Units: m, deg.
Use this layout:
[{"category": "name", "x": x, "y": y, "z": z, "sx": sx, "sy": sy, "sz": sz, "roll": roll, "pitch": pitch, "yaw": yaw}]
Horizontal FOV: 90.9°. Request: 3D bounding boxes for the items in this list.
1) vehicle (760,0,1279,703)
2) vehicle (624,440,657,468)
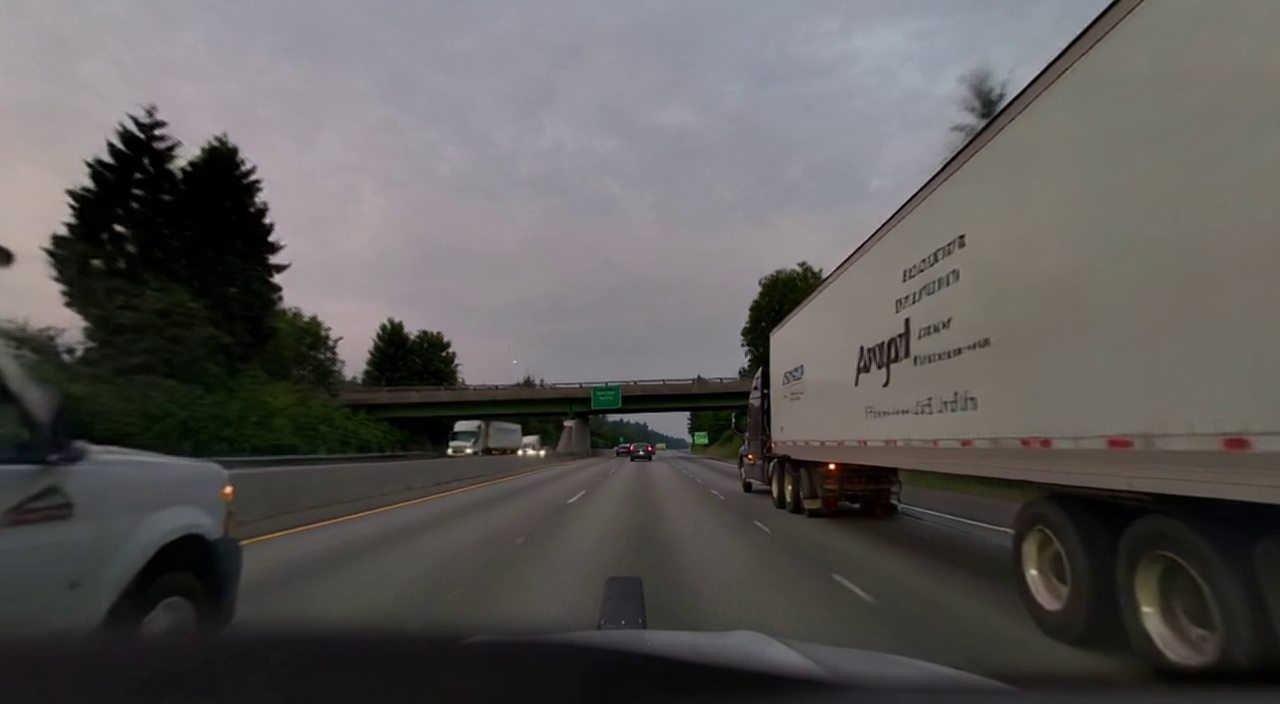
[{"category": "vehicle", "x": 4.416, "y": 0.454, "z": 7.949, "sx": 3.011, "sy": 4.028, "sz": 13.890, "roll": 0, "pitch": -9, "yaw": 0}, {"category": "vehicle", "x": 0.039, "y": 6.613, "z": 40.799, "sx": 2.067, "sy": 1.690, "sz": 3.901, "roll": 0, "pitch": -9, "yaw": 0}]
